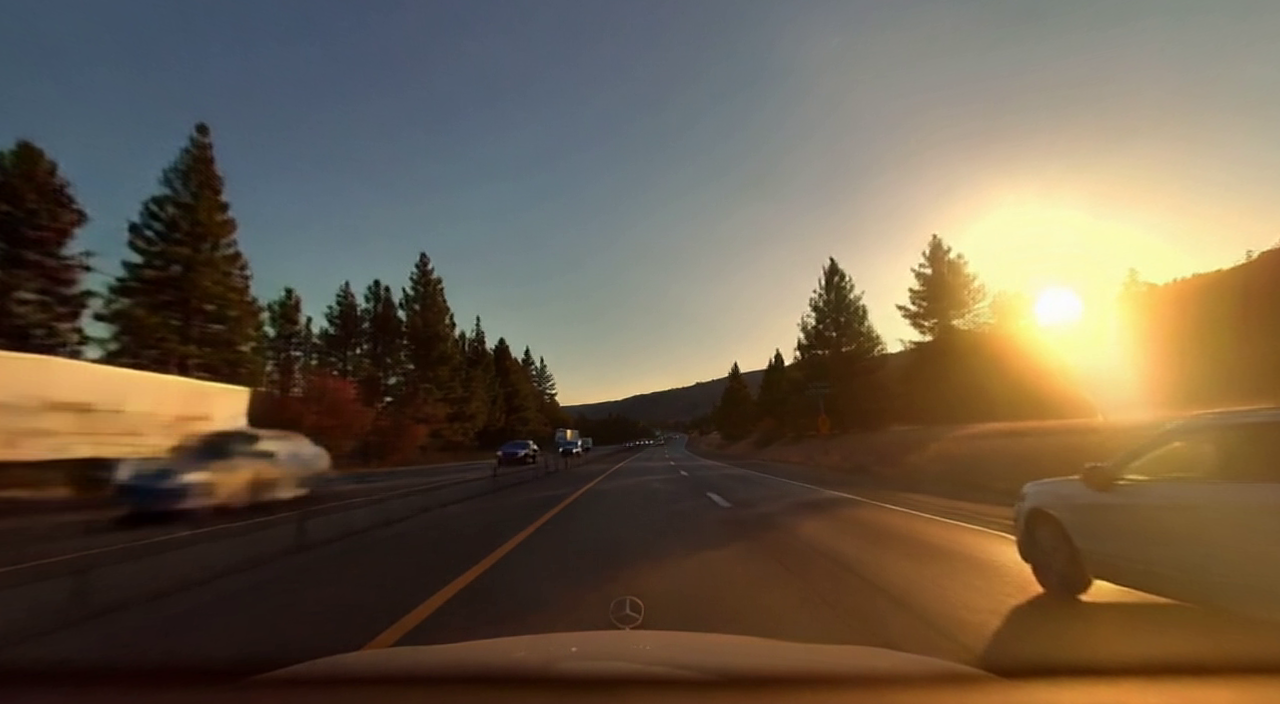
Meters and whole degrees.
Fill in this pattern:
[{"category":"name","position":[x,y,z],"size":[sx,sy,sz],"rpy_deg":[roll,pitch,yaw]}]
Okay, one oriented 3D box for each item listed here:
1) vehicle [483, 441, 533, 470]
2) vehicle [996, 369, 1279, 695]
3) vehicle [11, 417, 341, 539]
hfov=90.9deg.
[{"category":"vehicle","position":[-8.474,6.652,40.846],"size":[2.081,1.720,4.709],"rpy_deg":[0,-8,2]},{"category":"vehicle","position":[4.431,0.971,3.484],"size":[2.098,1.703,4.862],"rpy_deg":[0,-8,0]},{"category":"vehicle","position":[-8.702,2.409,12.884],"size":[2.289,1.906,5.766],"rpy_deg":[0,-8,1]}]
